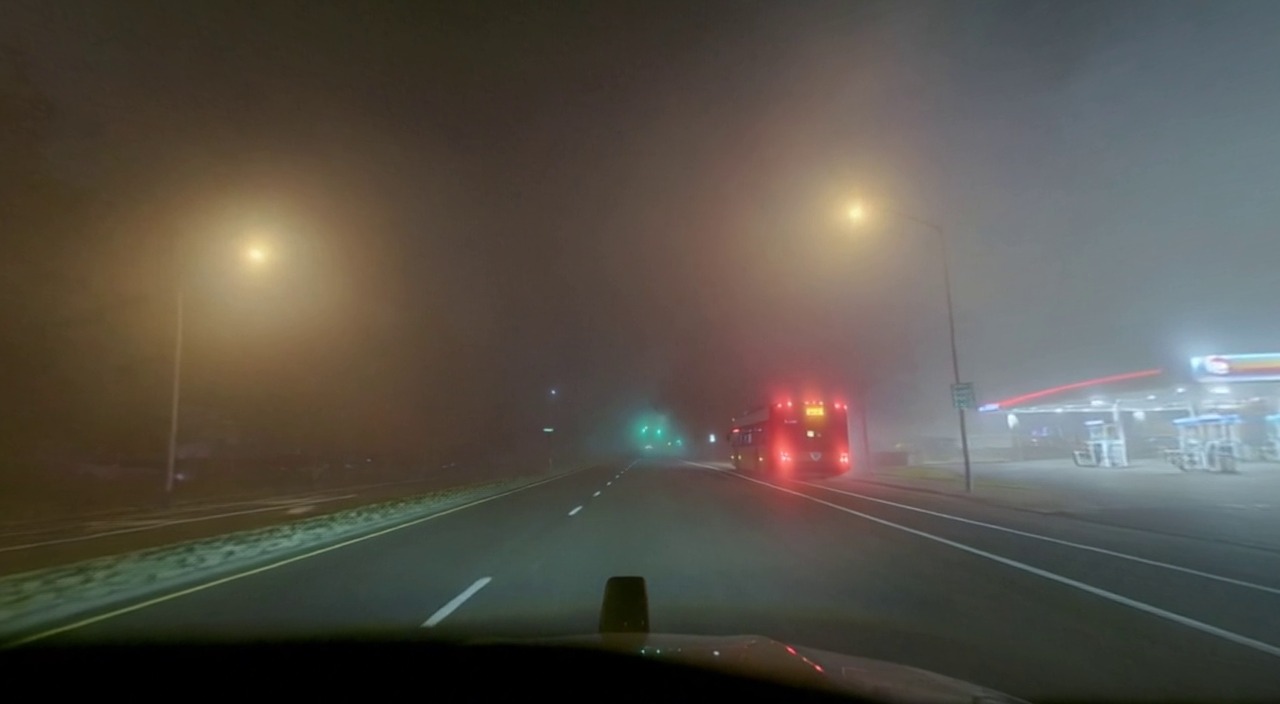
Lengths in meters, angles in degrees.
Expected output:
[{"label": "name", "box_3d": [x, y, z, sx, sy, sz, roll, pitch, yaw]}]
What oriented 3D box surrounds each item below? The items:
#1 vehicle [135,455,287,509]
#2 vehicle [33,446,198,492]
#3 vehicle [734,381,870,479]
[{"label": "vehicle", "box_3d": [-13.529, 4.082, 20.250, 1.779, 1.476, 4.260, 0, -8, 2]}, {"label": "vehicle", "box_3d": [-24.383, 5.397, 29.611, 2.284, 1.855, 5.392, -4, -9, 25]}, {"label": "vehicle", "box_3d": [8.638, 4.641, 36.408, 4.582, 4.678, 12.589, 0, -8, 0]}]
